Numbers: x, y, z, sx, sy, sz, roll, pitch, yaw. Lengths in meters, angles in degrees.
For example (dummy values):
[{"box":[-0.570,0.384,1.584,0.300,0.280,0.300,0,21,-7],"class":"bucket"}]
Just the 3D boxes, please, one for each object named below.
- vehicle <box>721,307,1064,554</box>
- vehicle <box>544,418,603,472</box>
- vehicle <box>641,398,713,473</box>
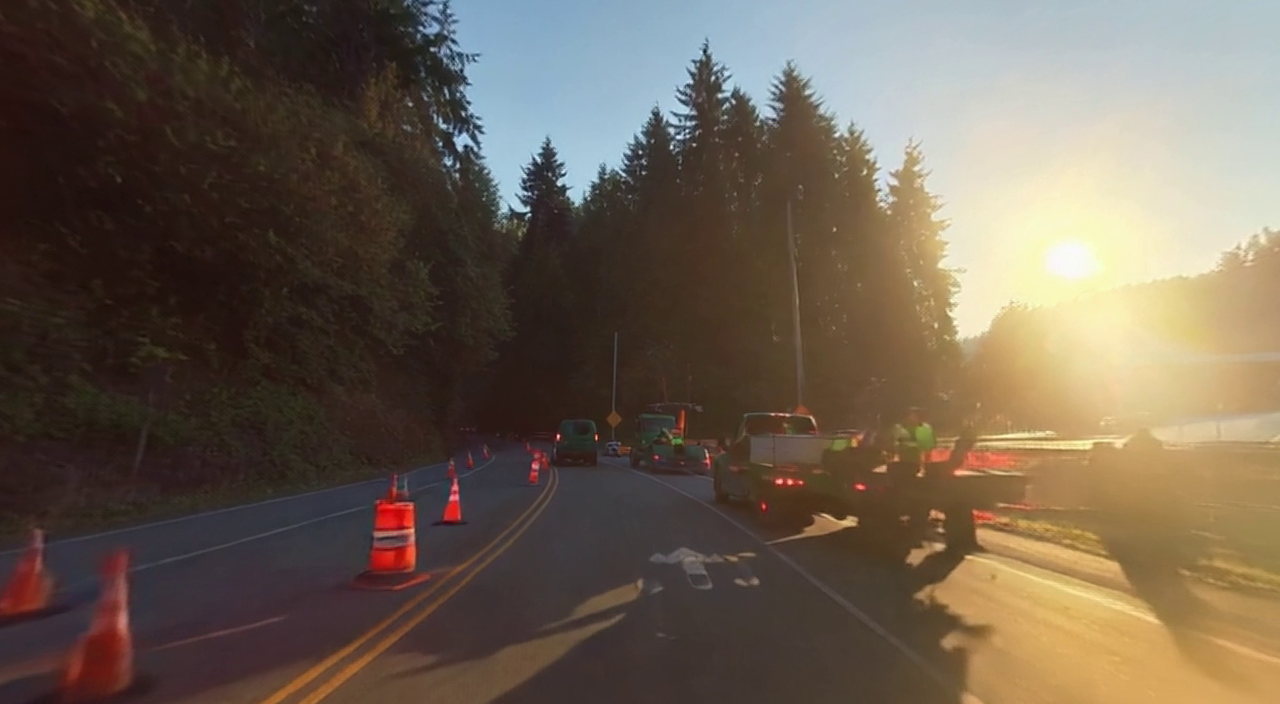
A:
[{"box":[3.928,1.589,12.803,3.126,3.310,8.534,0,-8,-2],"class":"vehicle"},{"box":[-3.149,4.243,28.901,2.362,2.223,4.892,1,-9,-9],"class":"vehicle"},{"box":[1.504,3.706,27.865,2.703,3.066,4.047,0,-9,-3],"class":"vehicle"}]
